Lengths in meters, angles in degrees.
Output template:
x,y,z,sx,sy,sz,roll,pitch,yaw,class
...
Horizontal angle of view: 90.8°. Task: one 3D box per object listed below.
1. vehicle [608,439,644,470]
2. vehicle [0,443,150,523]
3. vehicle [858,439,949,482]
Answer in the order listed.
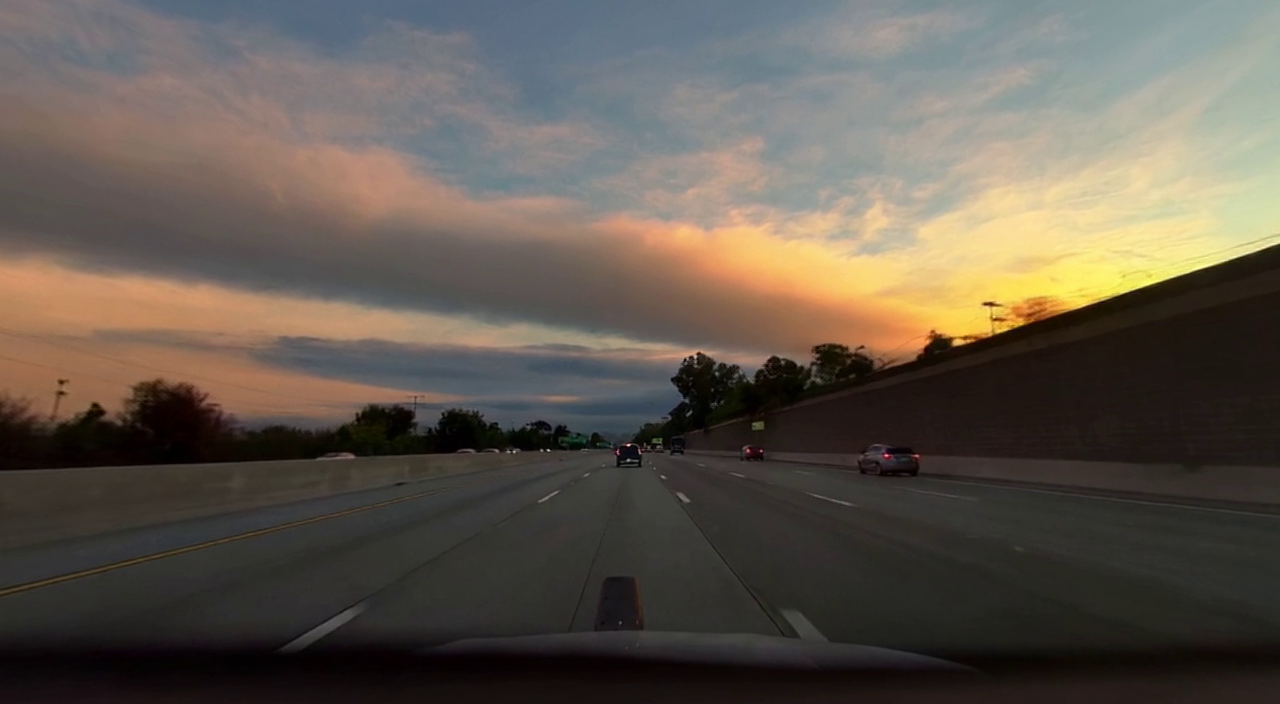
x,y,z,sx,sy,sz,roll,pitch,yaw,class
-0.835,6.277,38.801,2.121,1.739,4.087,0,-9,-1,vehicle
-11.400,2.429,12.112,1.416,1.326,3.186,0,-9,-1,vehicle
11.195,4.631,27.214,1.912,1.673,4.438,0,-9,-1,vehicle
